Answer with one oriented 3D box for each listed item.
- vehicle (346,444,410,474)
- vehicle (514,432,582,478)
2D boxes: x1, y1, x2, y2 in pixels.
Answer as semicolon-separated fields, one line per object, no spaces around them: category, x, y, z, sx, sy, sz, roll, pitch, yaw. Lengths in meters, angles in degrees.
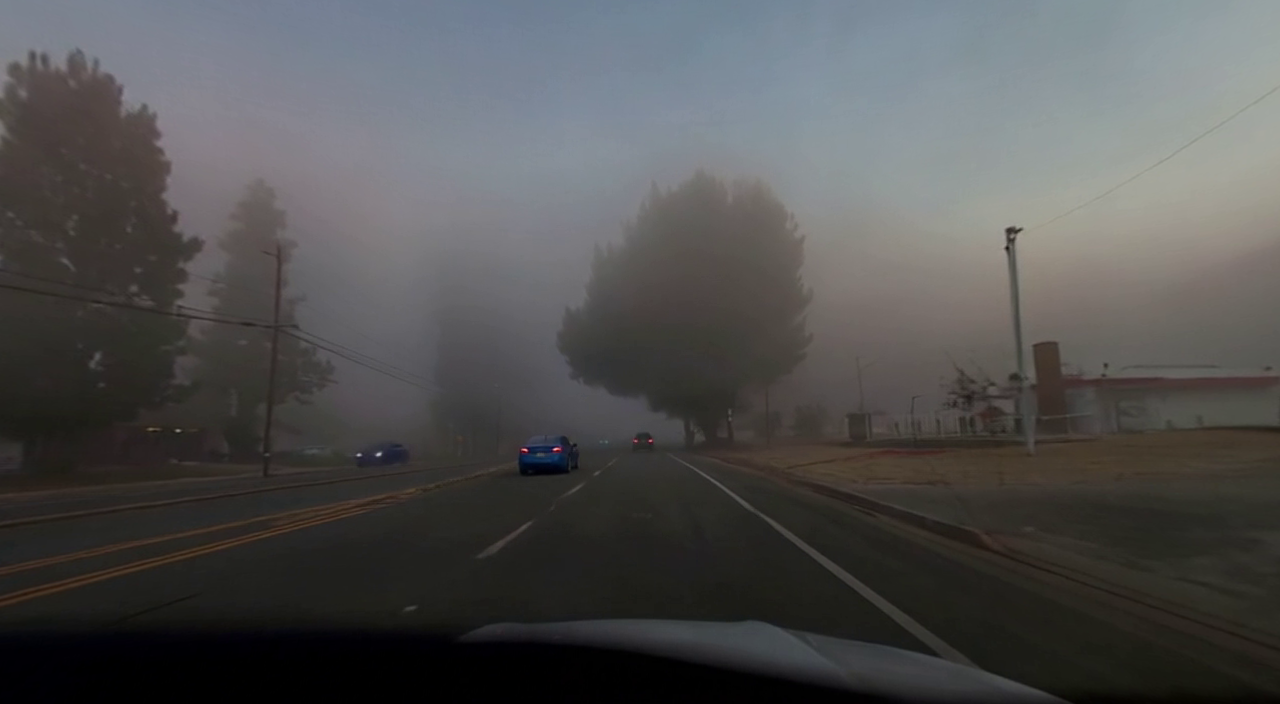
vehicle;-15.719;6.412;38.089;1.884;1.714;4.450;0;-8;0
vehicle;-3.484;4.004;24.817;1.914;1.630;4.351;0;-8;2
